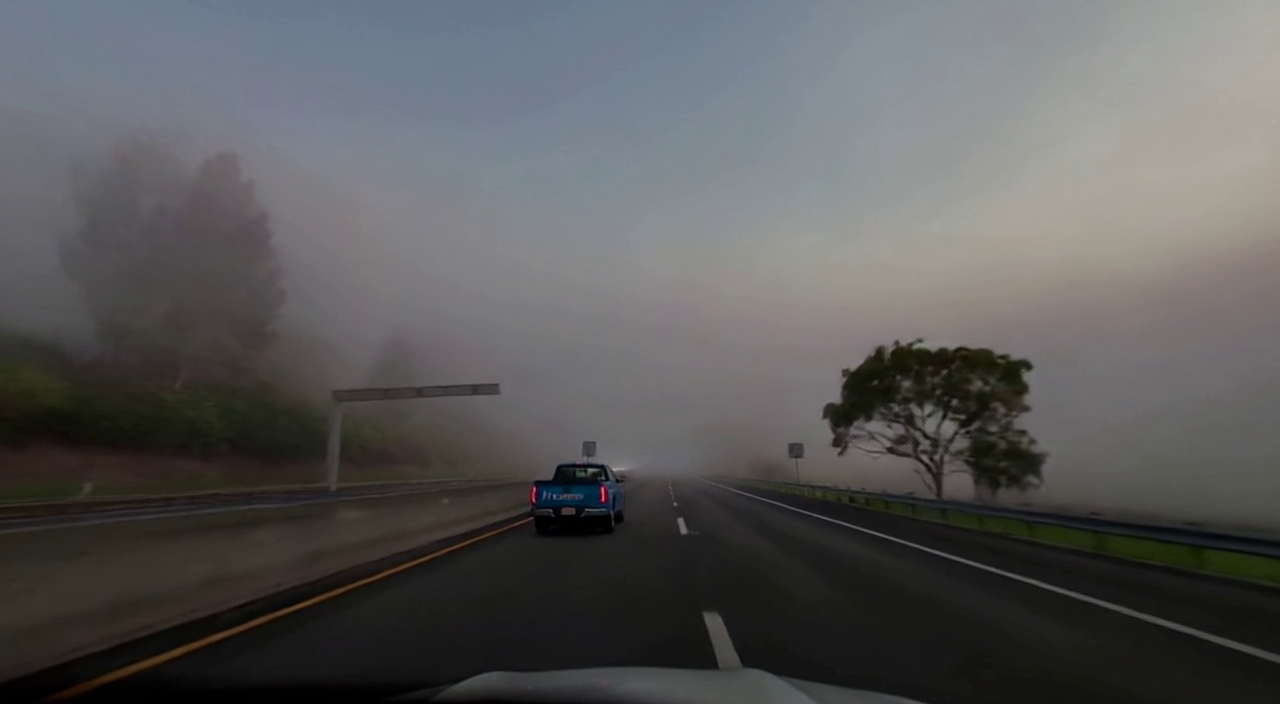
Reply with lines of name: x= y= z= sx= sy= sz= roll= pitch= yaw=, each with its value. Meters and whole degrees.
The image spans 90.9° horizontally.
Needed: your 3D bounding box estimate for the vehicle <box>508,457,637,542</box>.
vehicle: x=-1.273 y=3.194 z=14.237 sx=2.135 sy=1.506 sz=5.041 roll=0 pitch=-10 yaw=2
